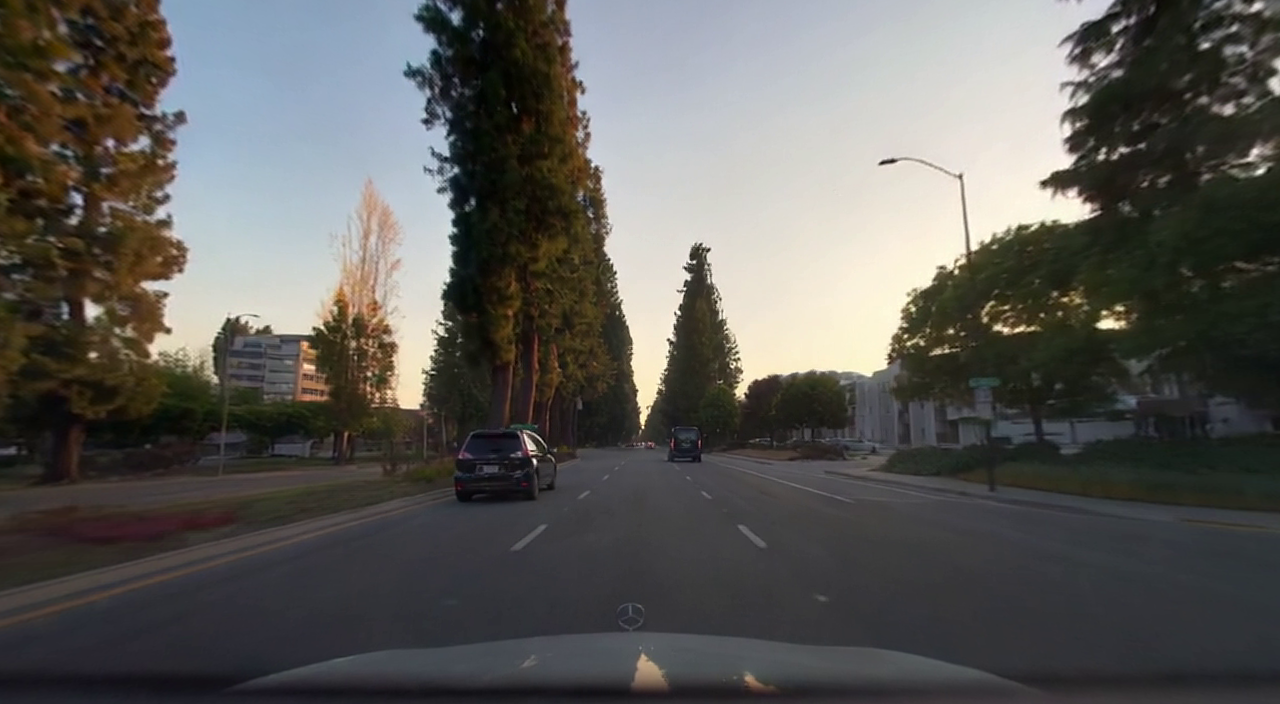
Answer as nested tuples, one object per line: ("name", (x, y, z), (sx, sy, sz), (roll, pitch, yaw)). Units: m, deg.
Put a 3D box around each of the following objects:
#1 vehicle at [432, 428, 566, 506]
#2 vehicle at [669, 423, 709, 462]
("vehicle", (-3.192, 2.715, 15.368), (2.129, 1.602, 4.532), (0, -8, 1))
("vehicle", (3.556, 6.748, 46.967), (2.349, 2.671, 5.744), (0, -8, -1))
